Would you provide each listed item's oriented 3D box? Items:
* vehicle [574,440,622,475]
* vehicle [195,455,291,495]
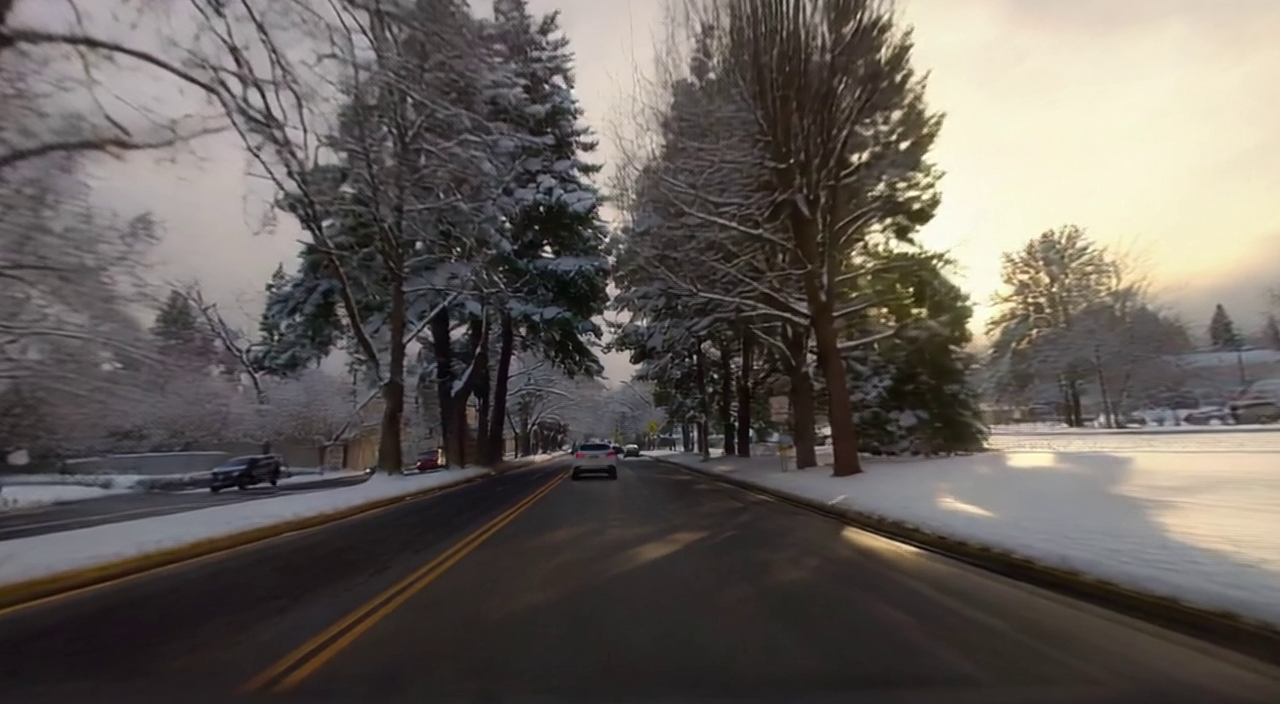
[{"bbox_3d":[-1.954,4.999,30.038,2.142,1.501,4.273,0,-9,-3],"label":"vehicle"},{"bbox_3d":[-20.716,6.387,33.305,2.109,1.858,5.253,0,-9,-6],"label":"vehicle"}]
